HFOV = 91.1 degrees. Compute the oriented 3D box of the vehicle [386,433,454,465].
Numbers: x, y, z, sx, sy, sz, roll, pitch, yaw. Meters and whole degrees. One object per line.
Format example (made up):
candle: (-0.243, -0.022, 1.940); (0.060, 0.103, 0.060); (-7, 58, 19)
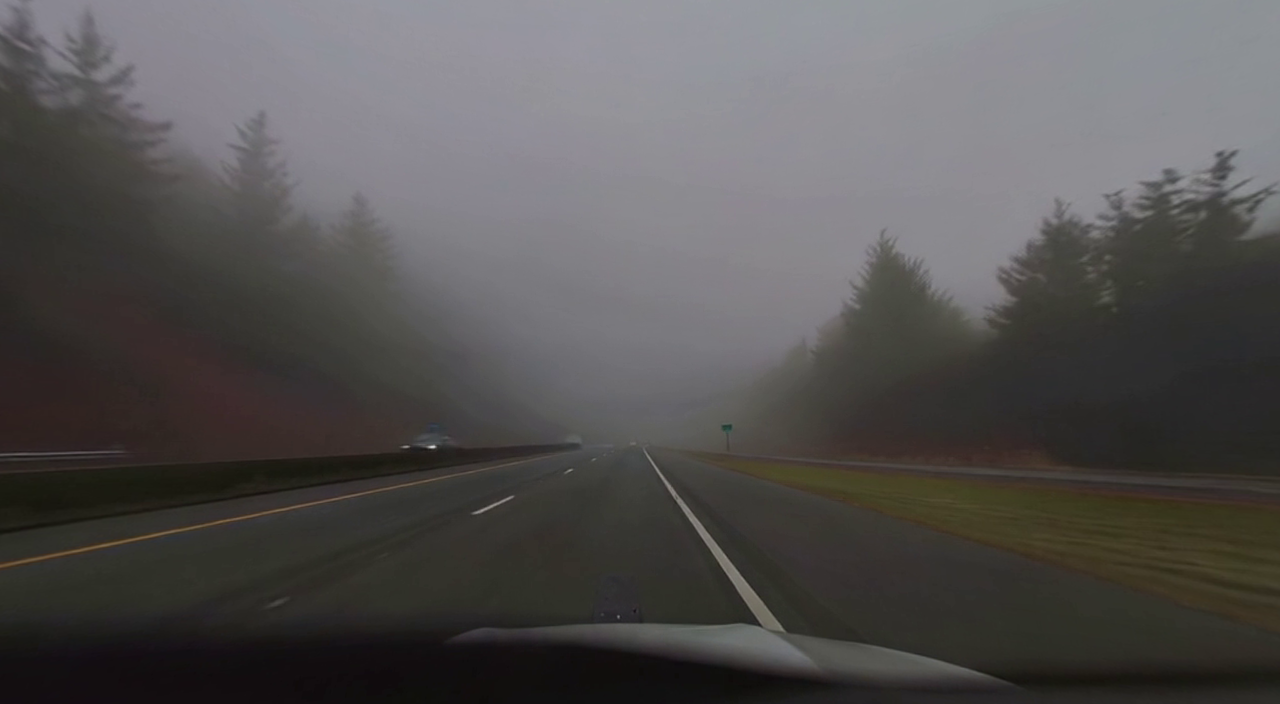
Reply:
vehicle: (-11.150, 4.942, 32.146); (1.857, 1.497, 4.398); (0, -8, 0)
